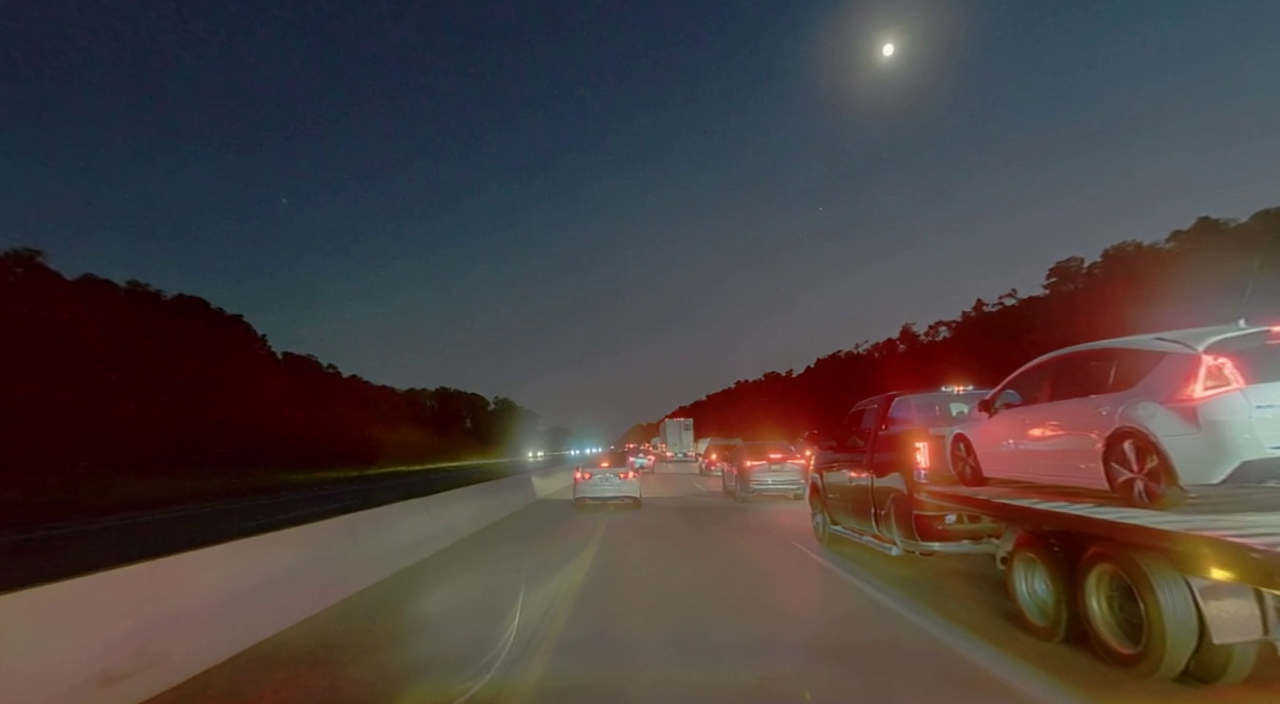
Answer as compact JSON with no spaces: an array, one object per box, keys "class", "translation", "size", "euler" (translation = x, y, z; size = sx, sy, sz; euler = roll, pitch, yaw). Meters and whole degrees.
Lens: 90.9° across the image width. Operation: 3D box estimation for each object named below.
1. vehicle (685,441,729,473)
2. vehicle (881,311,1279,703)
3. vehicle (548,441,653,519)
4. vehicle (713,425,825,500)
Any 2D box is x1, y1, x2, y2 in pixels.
[{"class":"vehicle","translation":[3.710,5.931,35.661],"size":[1.938,1.660,4.223],"euler":[0,-9,-1]},{"class":"vehicle","translation":[3.427,0.992,4.013],"size":[1.959,1.783,4.407],"euler":[0,-9,-1]},{"class":"vehicle","translation":[-0.732,2.735,13.886],"size":[1.991,1.466,3.675],"euler":[0,-9,0]},{"class":"vehicle","translation":[3.535,3.138,18.179],"size":[2.303,1.889,3.920],"euler":[0,-9,-1]}]
